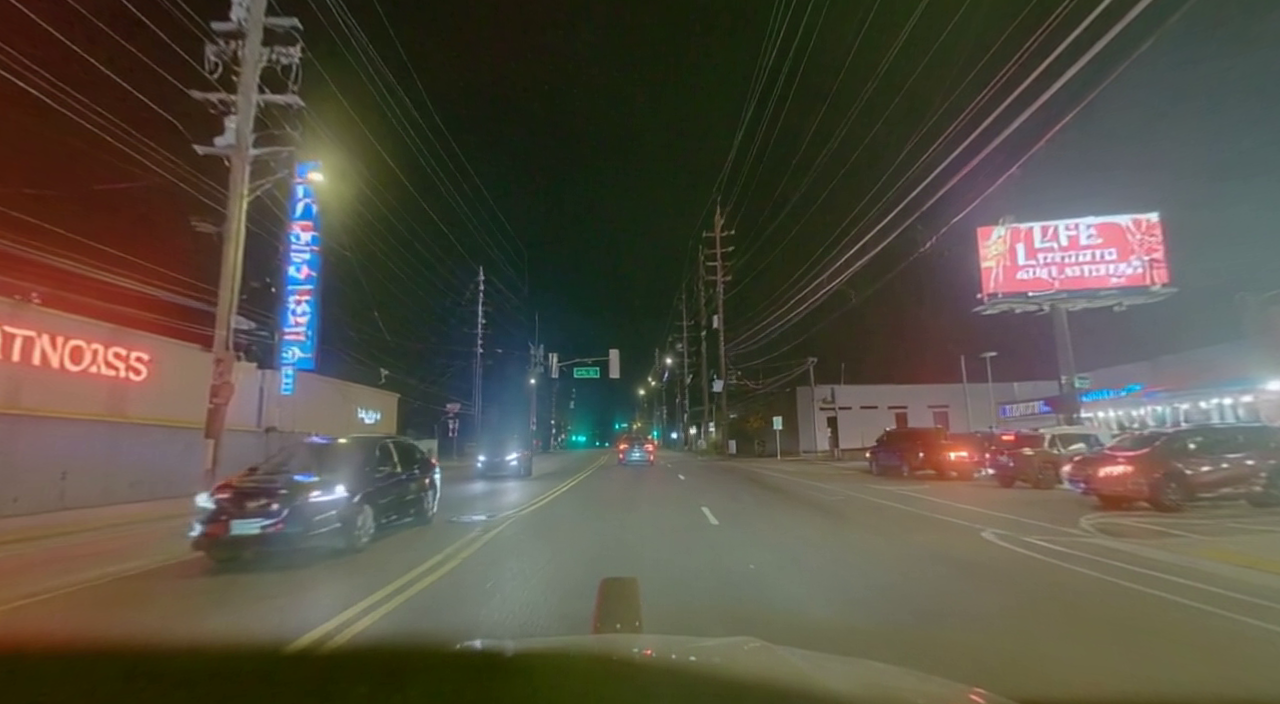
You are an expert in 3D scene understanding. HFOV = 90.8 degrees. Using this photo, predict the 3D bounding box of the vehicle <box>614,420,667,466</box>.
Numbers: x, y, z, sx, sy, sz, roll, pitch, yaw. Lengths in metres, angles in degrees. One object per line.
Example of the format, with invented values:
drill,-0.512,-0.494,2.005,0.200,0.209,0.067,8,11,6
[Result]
vehicle,0.033,5.114,35.502,2.683,2.295,6.404,0,-8,0

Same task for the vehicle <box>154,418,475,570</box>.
vehicle,-4.084,1.862,9.181,2.033,1.572,4.939,0,-8,0

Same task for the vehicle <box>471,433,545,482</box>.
vehicle,-4.599,3.746,22.628,1.875,1.595,3.901,0,-8,-1

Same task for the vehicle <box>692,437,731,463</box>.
vehicle,4.453,6.197,40.043,1.926,1.482,4.442,0,-8,-1

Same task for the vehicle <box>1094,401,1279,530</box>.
vehicle,10.665,1.752,10.252,4.937,1.827,2.042,-1,-8,0
